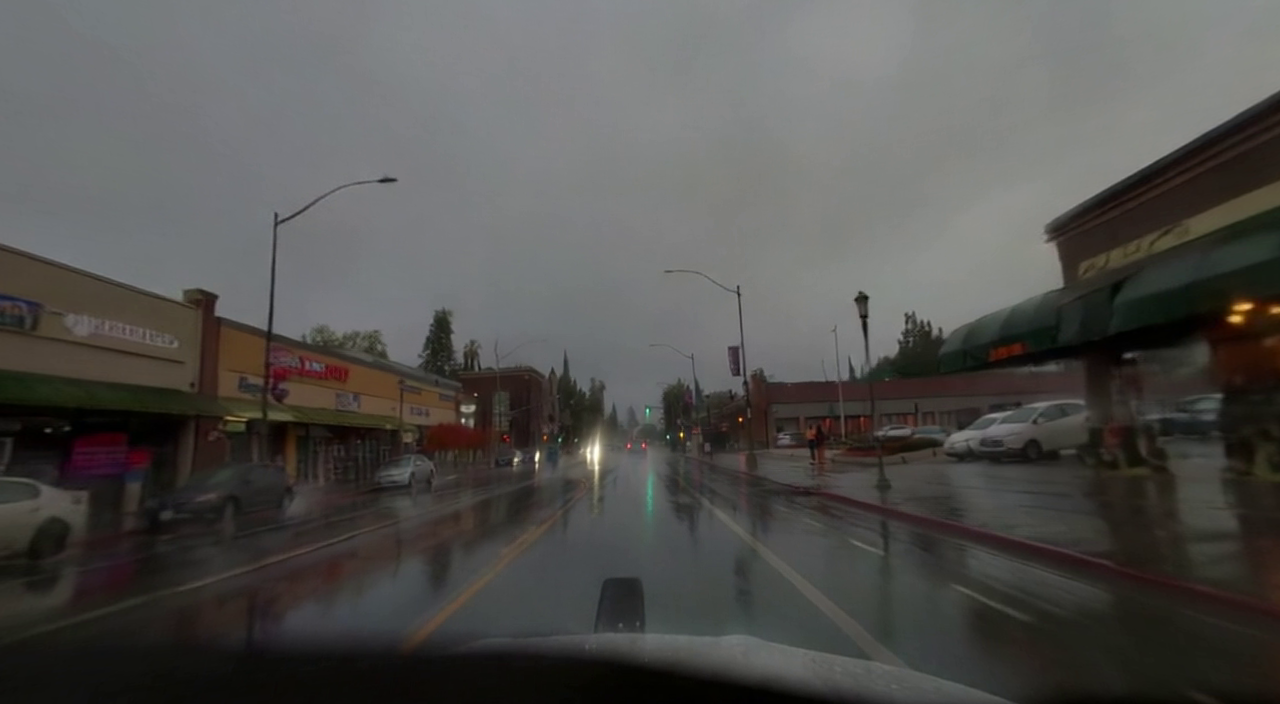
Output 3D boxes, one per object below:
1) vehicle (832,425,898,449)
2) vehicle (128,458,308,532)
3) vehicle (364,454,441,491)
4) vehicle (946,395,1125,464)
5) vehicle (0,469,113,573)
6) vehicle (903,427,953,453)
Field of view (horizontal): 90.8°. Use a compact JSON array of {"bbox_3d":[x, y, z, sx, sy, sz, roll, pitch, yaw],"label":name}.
[{"bbox_3d":[17.071,6.506,48.087,4.135,1.753,2.122,-1,-9,1],"label":"vehicle"},{"bbox_3d":[-10.863,3.663,16.717,1.837,1.586,4.155,0,-8,0],"label":"vehicle"},{"bbox_3d":[-10.978,5.577,29.531,1.828,1.470,4.523,0,-8,0],"label":"vehicle"},{"bbox_3d":[12.786,2.629,20.996,2.532,1.997,5.001,0,-8,-2],"label":"vehicle"},{"bbox_3d":[-10.775,2.626,9.590,1.784,1.502,4.344,0,-8,0],"label":"vehicle"},{"bbox_3d":[17.166,5.279,37.860,1.773,1.446,4.421,-3,-8,13],"label":"vehicle"}]
